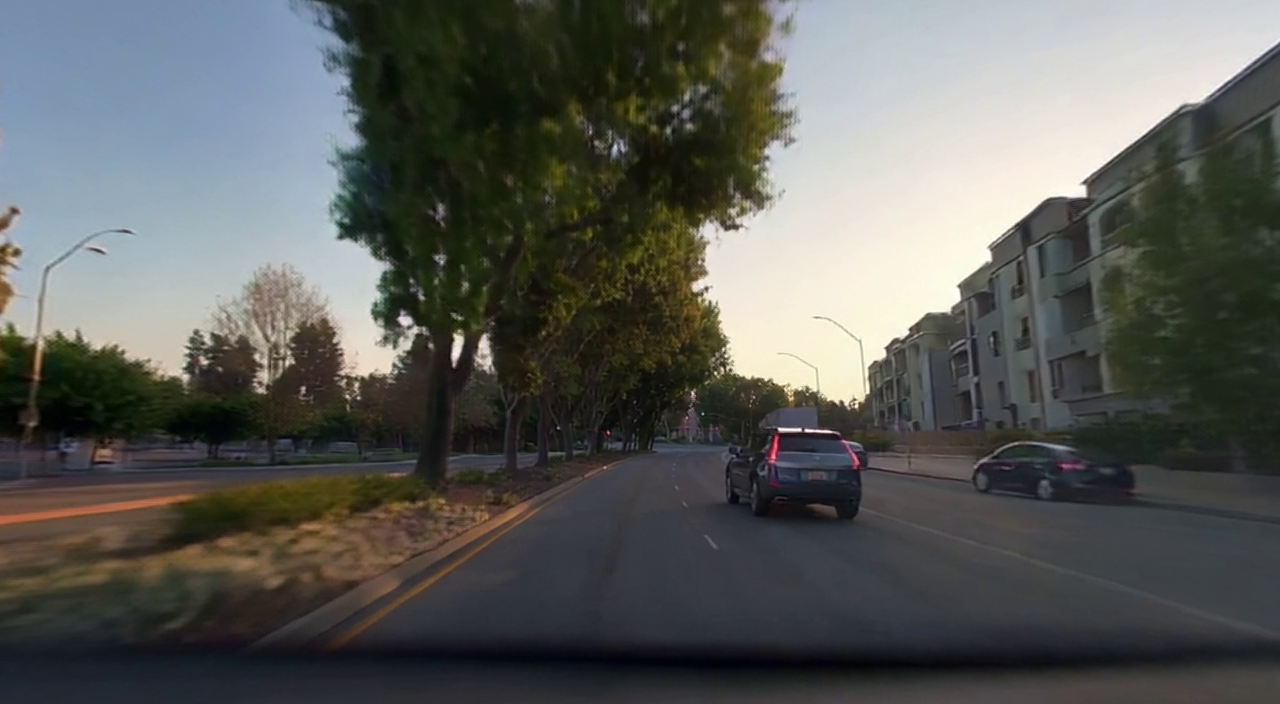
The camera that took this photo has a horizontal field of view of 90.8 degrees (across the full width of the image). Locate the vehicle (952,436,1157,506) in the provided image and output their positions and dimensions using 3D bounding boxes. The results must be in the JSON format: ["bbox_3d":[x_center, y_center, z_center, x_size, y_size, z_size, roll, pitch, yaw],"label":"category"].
[{"bbox_3d":[9.977,2.875,15.795,1.893,1.469,4.615,0,-9,-2],"label":"vehicle"}]

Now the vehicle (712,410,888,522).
[{"bbox_3d":[2.866,2.194,12.615,2.215,1.812,4.569,0,-9,-1],"label":"vehicle"}]
